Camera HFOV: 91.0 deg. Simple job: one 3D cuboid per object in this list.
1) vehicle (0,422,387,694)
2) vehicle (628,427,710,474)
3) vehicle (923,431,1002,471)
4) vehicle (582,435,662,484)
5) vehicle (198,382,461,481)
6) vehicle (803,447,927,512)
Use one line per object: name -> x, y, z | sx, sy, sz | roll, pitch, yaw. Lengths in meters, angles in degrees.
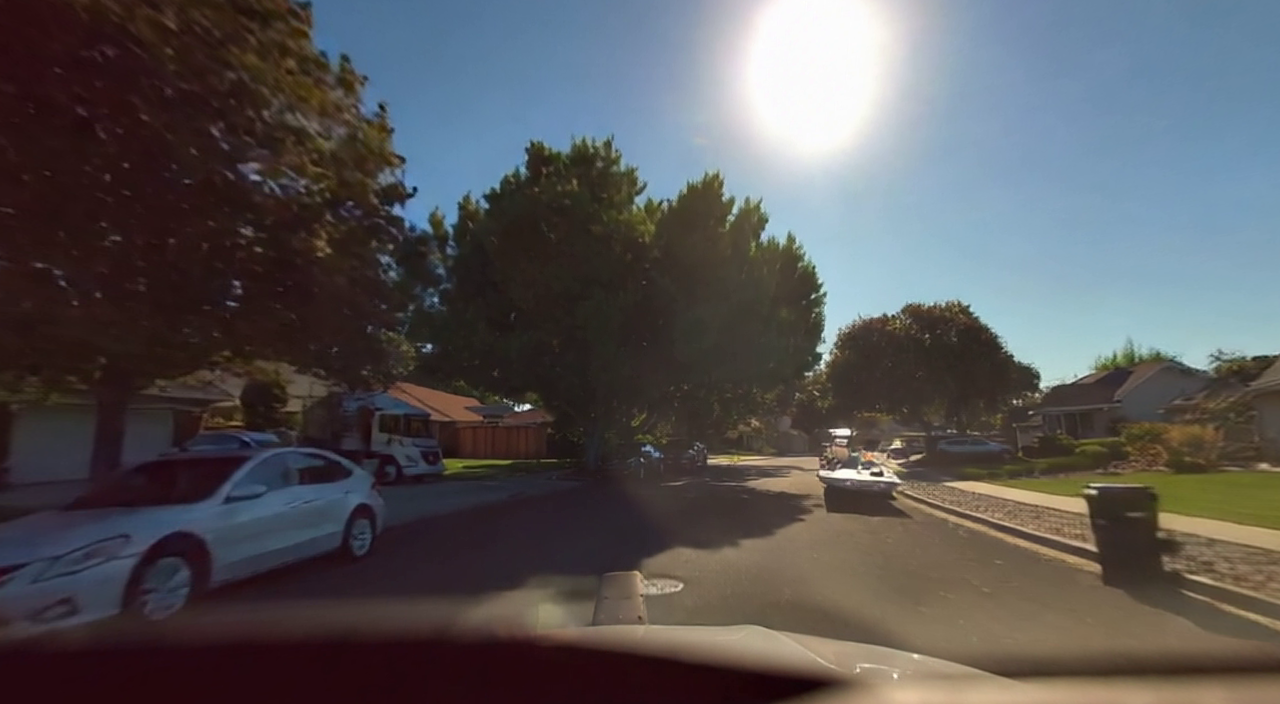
vehicle -> -4.323, 1.457, 5.581 | 1.898, 1.487, 4.714 | -1, -9, 5
vehicle -> 1.694, 5.263, 33.684 | 2.632, 2.249, 6.179 | -3, -9, 20
vehicle -> 17.747, 5.438, 34.743 | 3.470, 2.123, 1.584 | 0, -7, 3
vehicle -> -0.592, 4.311, 25.540 | 2.052, 1.745, 4.737 | -2, -9, 14
vehicle -> -10.539, 2.819, 21.780 | 7.767, 3.105, 2.858 | -2, -9, 9
vehicle -> 6.406, 3.638, 18.904 | 2.804, 1.336, 6.700 | -1, -7, 14
